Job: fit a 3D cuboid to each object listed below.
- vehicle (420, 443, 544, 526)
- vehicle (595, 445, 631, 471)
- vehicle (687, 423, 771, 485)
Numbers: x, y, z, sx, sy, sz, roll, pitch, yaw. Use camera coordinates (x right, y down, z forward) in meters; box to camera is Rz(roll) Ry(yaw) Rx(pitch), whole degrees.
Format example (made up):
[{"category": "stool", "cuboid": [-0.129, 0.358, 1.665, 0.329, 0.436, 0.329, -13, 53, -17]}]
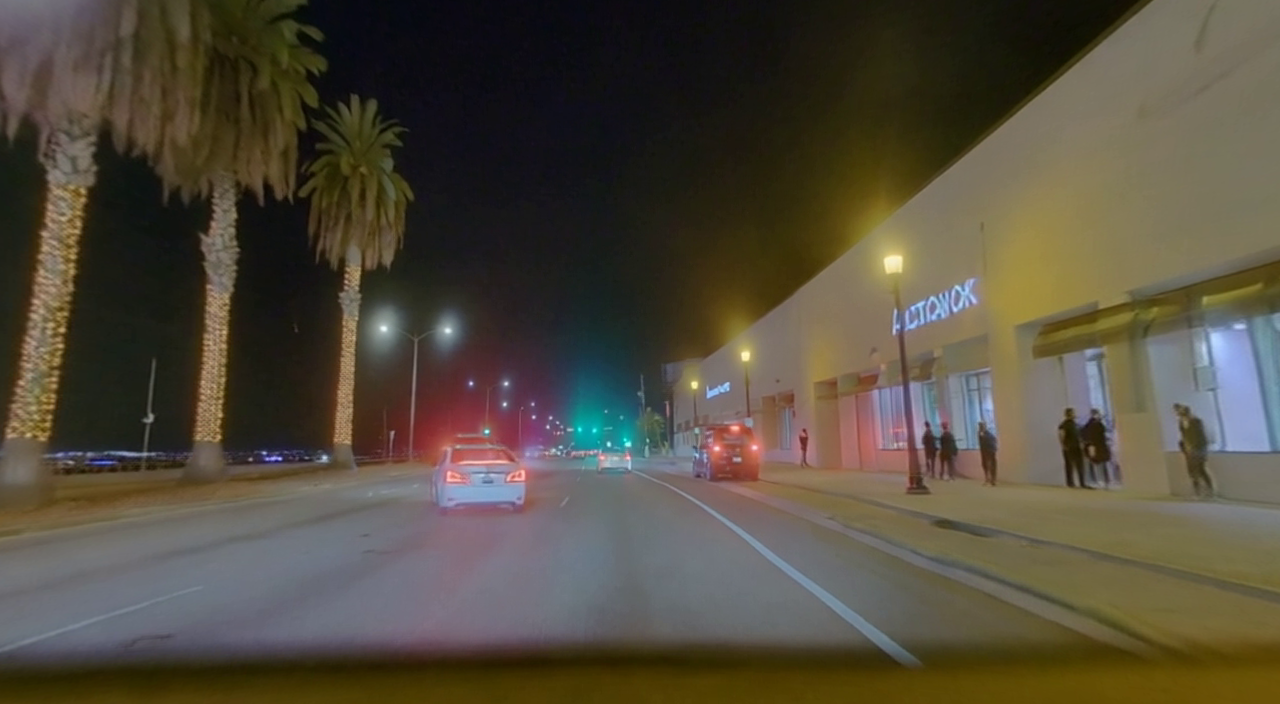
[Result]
[{"category": "vehicle", "cuboid": [-3.656, 2.771, 13.929, 1.930, 1.477, 4.657, 3, -9, -22]}, {"category": "vehicle", "cuboid": [-1.655, 6.297, 37.699, 1.972, 1.473, 4.000, 1, -9, -5]}, {"category": "vehicle", "cuboid": [3.355, 4.008, 24.920, 2.126, 2.167, 5.098, 0, -9, -5]}]
